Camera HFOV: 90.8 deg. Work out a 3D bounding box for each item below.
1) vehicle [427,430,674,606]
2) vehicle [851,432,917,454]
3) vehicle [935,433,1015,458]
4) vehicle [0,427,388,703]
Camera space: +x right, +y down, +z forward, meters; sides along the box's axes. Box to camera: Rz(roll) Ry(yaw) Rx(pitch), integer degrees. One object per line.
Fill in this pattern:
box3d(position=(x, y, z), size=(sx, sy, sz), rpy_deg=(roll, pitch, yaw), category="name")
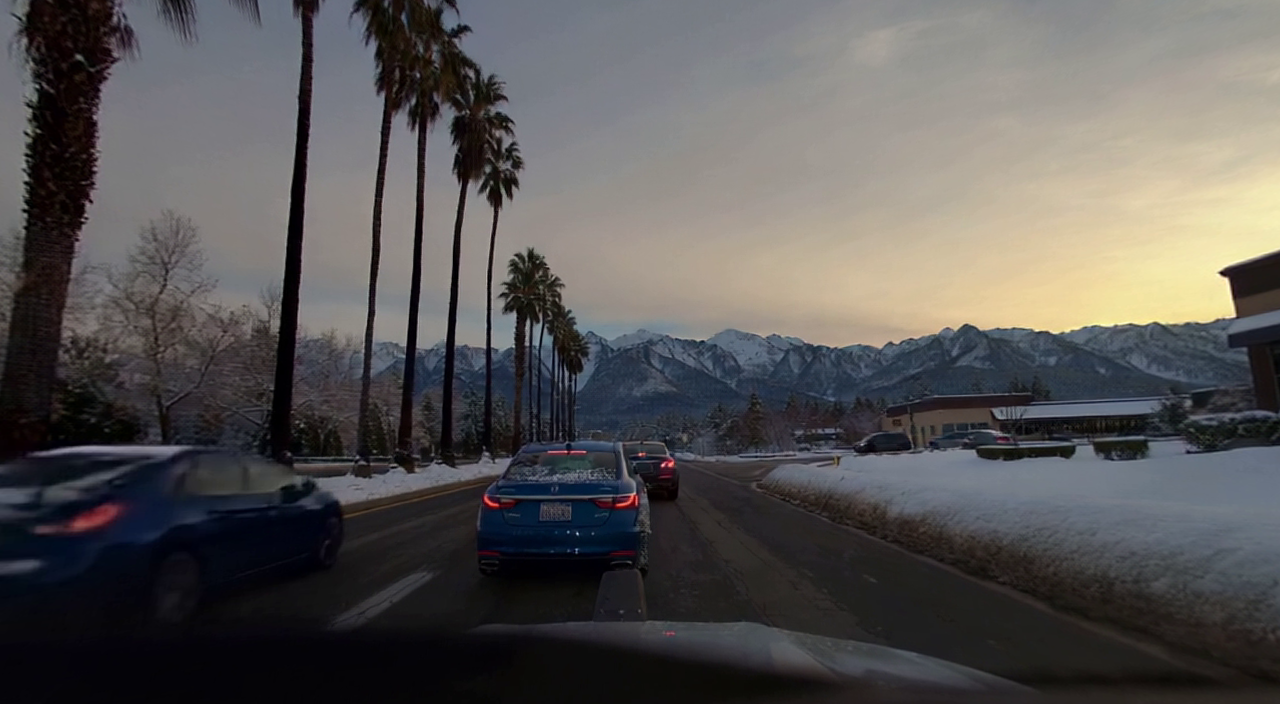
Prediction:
box3d(position=(-0.821, 1.689, 7.347), size=(2.067, 1.459, 3.886), rpy_deg=(0, -8, -2), category="vehicle")
box3d(position=(19.201, 7.204, 49.814), size=(1.925, 1.652, 4.490), rpy_deg=(6, -10, -34), category="vehicle")
box3d(position=(21.969, 6.116, 41.436), size=(4.640, 1.526, 1.961), rpy_deg=(3, -9, -22), category="vehicle")
box3d(position=(-4.344, 1.510, 5.888), size=(1.964, 1.466, 5.009), rpy_deg=(0, -8, -1), category="vehicle")
